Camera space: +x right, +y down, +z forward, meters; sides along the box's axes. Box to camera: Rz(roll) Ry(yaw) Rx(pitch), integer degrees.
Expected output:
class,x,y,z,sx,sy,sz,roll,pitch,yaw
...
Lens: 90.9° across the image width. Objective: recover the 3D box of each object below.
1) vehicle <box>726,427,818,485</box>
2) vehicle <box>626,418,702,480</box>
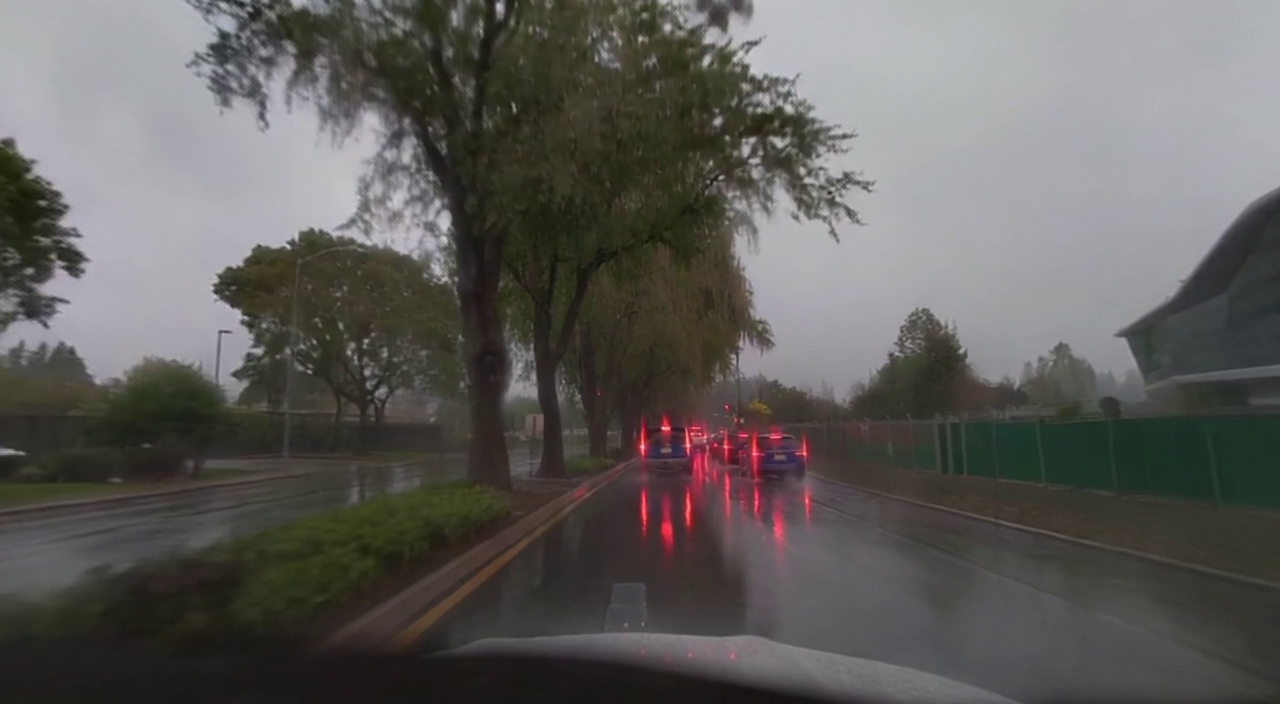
class,x,y,z,sx,sy,sz,roll,pitch,yaw
vehicle,4.306,3.482,21.427,2.138,1.699,4.852,-1,-8,1
vehicle,0.857,3.395,22.279,2.386,1.947,4.168,-1,-8,3
